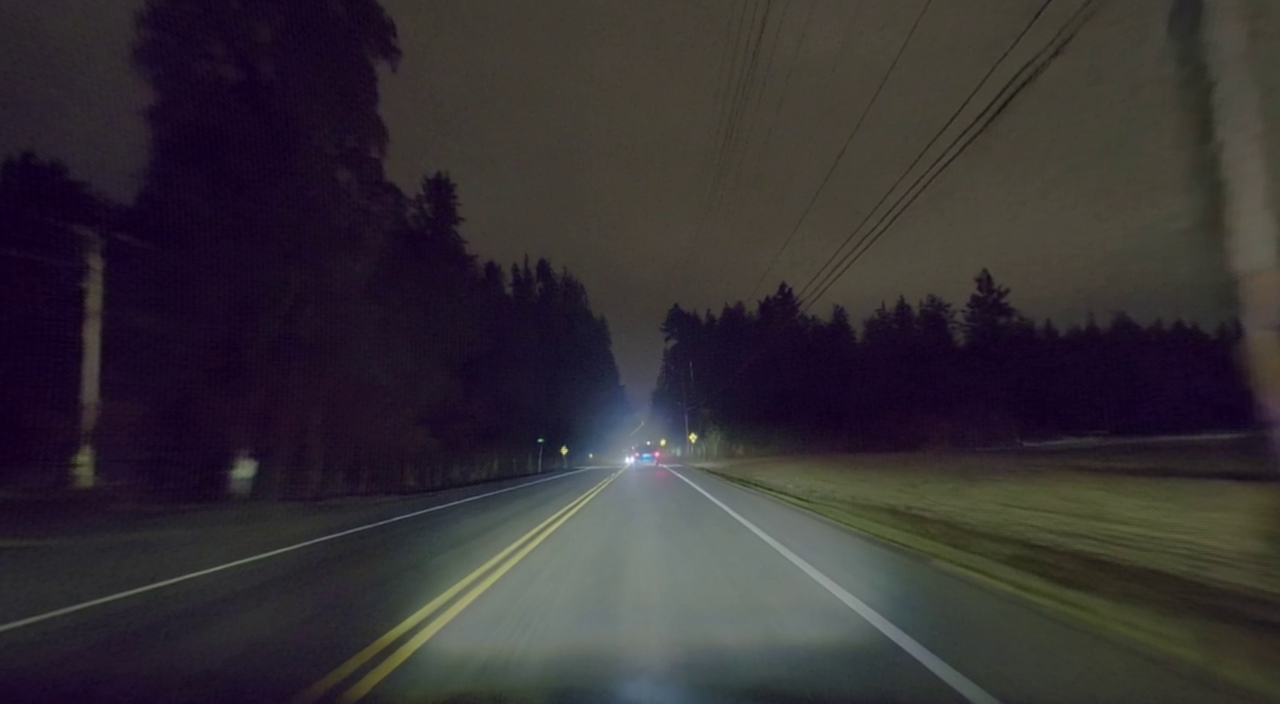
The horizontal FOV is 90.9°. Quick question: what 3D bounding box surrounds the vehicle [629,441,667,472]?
[{"bbox_3d":[0.537,7.309,44.443,2.468,2.056,4.422,0,-9,0],"label":"vehicle"}]
